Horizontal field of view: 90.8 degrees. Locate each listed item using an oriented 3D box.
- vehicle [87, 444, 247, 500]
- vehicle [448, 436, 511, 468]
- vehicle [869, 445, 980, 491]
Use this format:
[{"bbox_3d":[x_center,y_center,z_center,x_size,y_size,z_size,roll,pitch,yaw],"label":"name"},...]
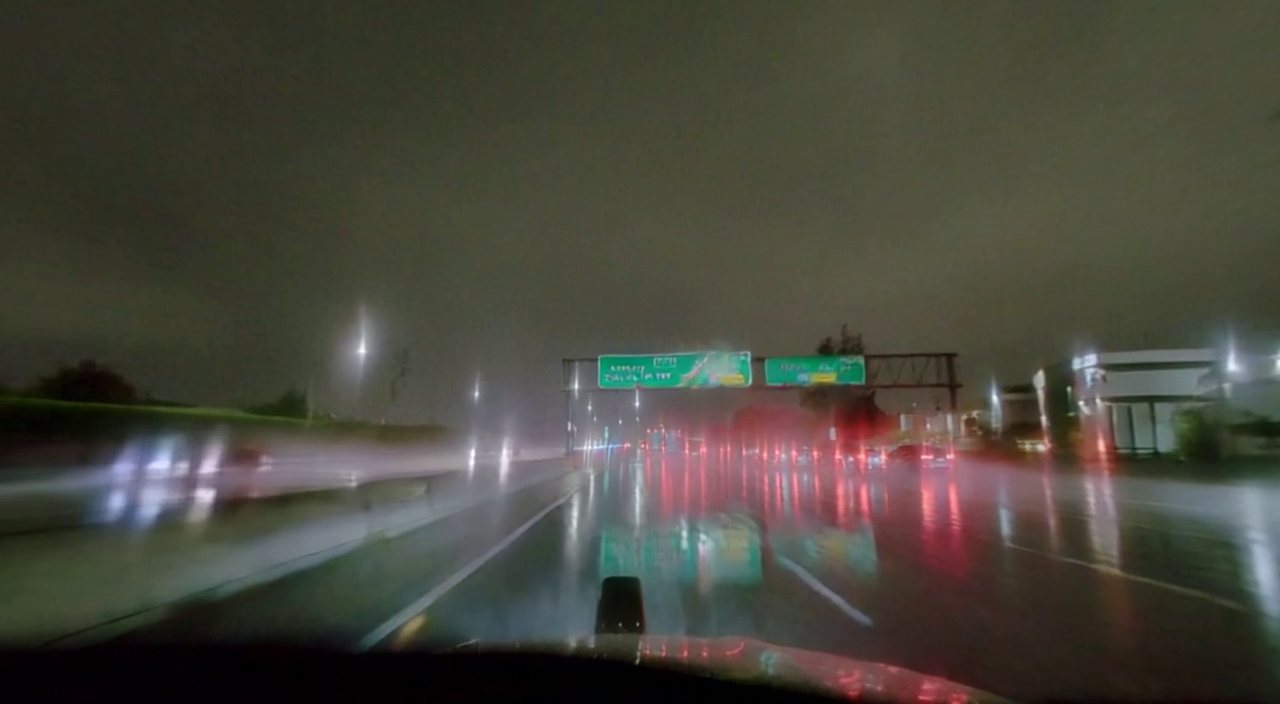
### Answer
[{"bbox_3d":[-15.291,3.859,20.767,1.918,1.569,4.146,0,-8,2],"label":"vehicle"},{"bbox_3d":[-8.699,5.463,34.648,2.520,1.621,4.165,-1,-9,-2],"label":"vehicle"},{"bbox_3d":[9.685,3.937,21.890,1.836,1.418,4.132,0,-9,-1],"label":"vehicle"}]
